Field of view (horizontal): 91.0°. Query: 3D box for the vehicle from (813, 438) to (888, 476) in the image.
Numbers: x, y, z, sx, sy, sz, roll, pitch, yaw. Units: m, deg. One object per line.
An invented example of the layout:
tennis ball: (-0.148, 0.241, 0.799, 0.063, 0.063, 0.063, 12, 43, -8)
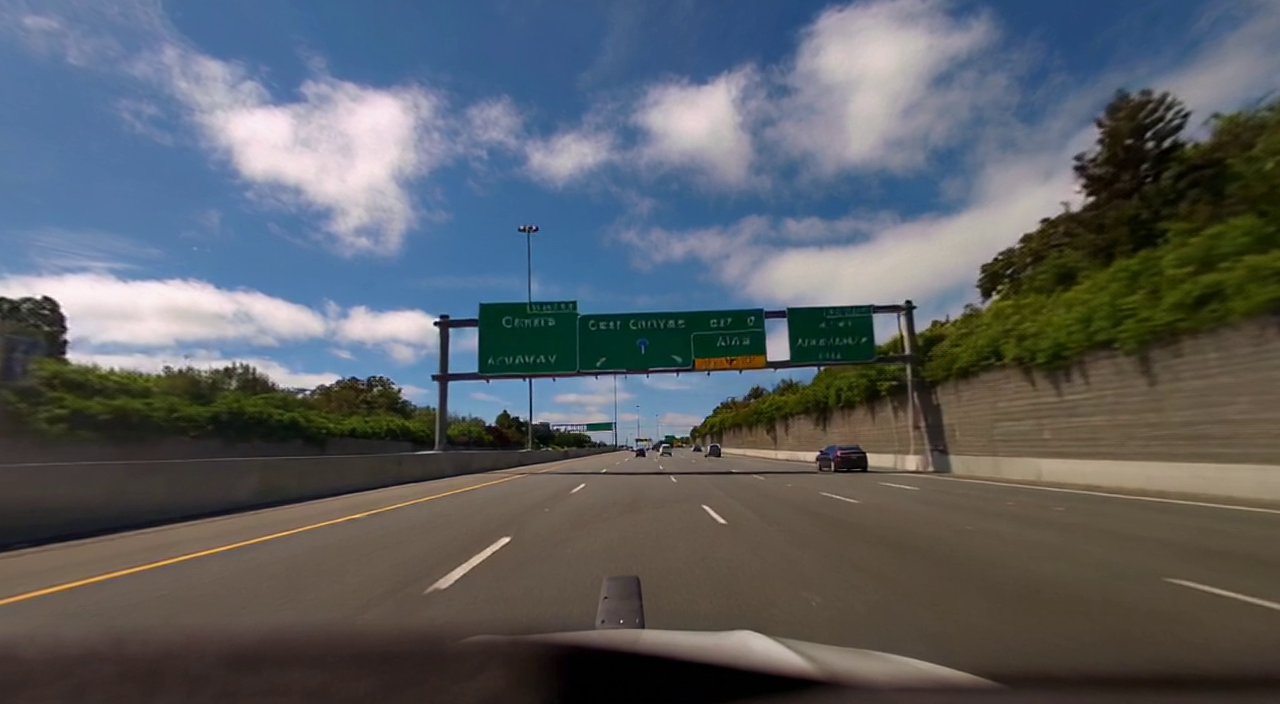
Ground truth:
vehicle: (10.460, 5.248, 31.660, 2.167, 1.781, 4.340, 0, -9, -1)
